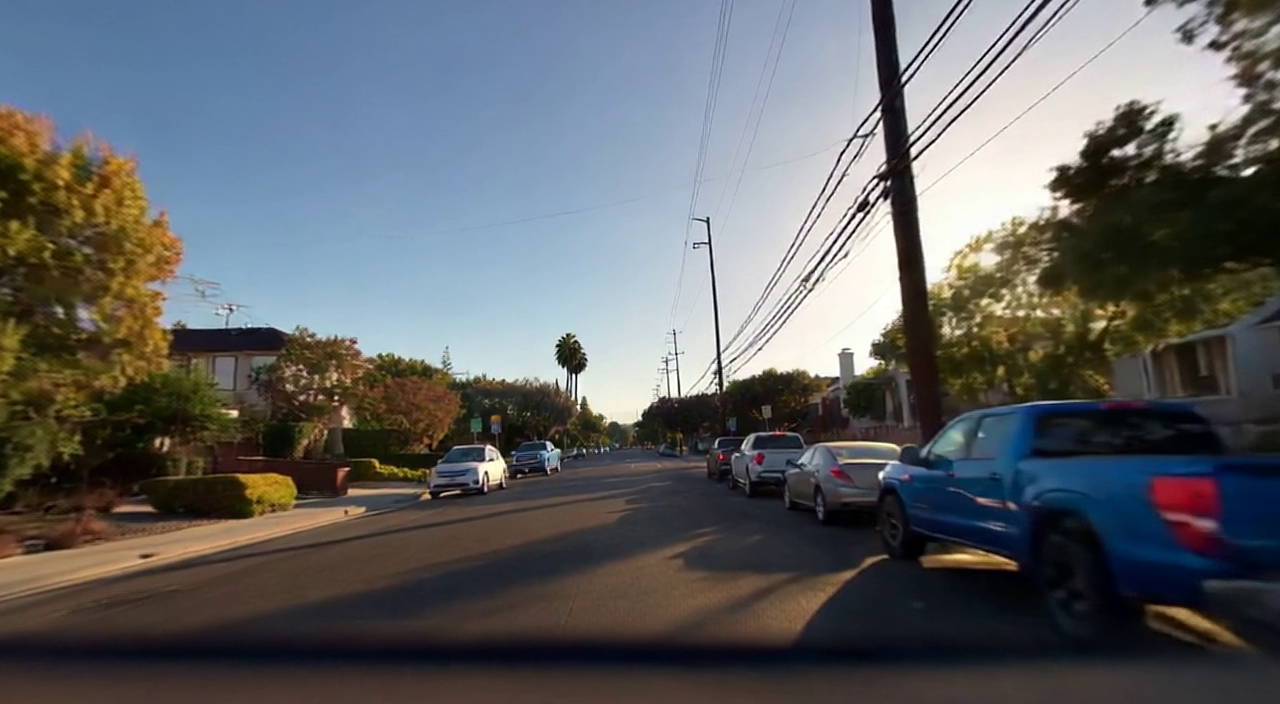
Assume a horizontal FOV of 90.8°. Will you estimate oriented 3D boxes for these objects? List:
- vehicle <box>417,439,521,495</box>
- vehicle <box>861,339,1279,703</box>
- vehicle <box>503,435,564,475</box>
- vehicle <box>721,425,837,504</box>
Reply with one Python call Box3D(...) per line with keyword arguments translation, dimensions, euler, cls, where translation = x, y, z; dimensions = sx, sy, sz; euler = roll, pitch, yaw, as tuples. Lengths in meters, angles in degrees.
Box3D(translation=(-5.879, 4.009, 22.484), dimensions=(2.226, 1.768, 4.780), euler=(0, -8, 2), cls="vehicle")
Box3D(translation=(3.540, 1.150, 4.979), dimensions=(2.012, 1.777, 4.505), euler=(0, -8, 1), cls="vehicle")
Box3D(translation=(-5.886, 5.810, 35.785), dimensions=(2.455, 2.045, 6.171), euler=(0, -8, 0), cls="vehicle")
Box3D(translation=(3.420, 2.882, 16.550), dimensions=(1.979, 1.762, 4.621), euler=(0, -8, 0), cls="vehicle")
